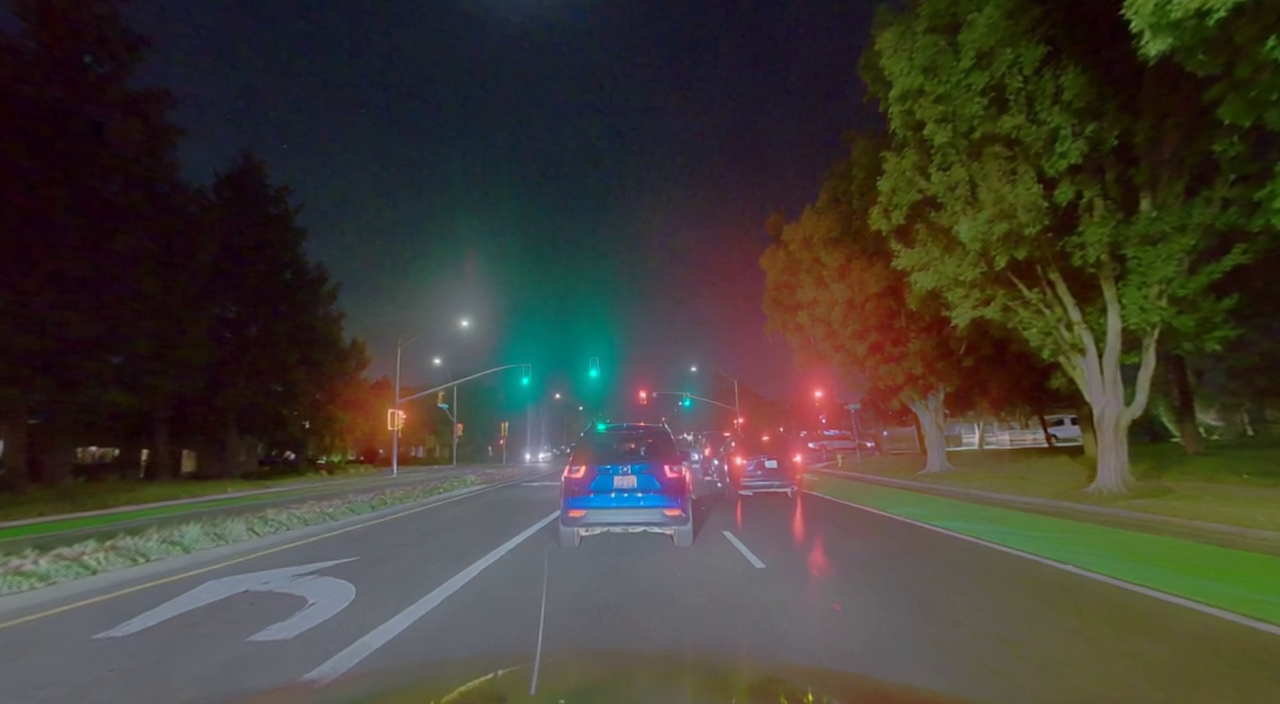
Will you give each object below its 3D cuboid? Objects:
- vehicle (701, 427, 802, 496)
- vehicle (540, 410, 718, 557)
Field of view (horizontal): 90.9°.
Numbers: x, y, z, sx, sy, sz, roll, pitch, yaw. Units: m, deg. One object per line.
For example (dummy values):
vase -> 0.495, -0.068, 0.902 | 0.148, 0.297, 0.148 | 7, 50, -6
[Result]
vehicle -> 3.187, 3.237, 19.064 | 2.189, 1.815, 4.495 | 0, -8, 0
vehicle -> -0.110, 1.857, 9.548 | 2.109, 1.730, 3.963 | 0, -8, 1
